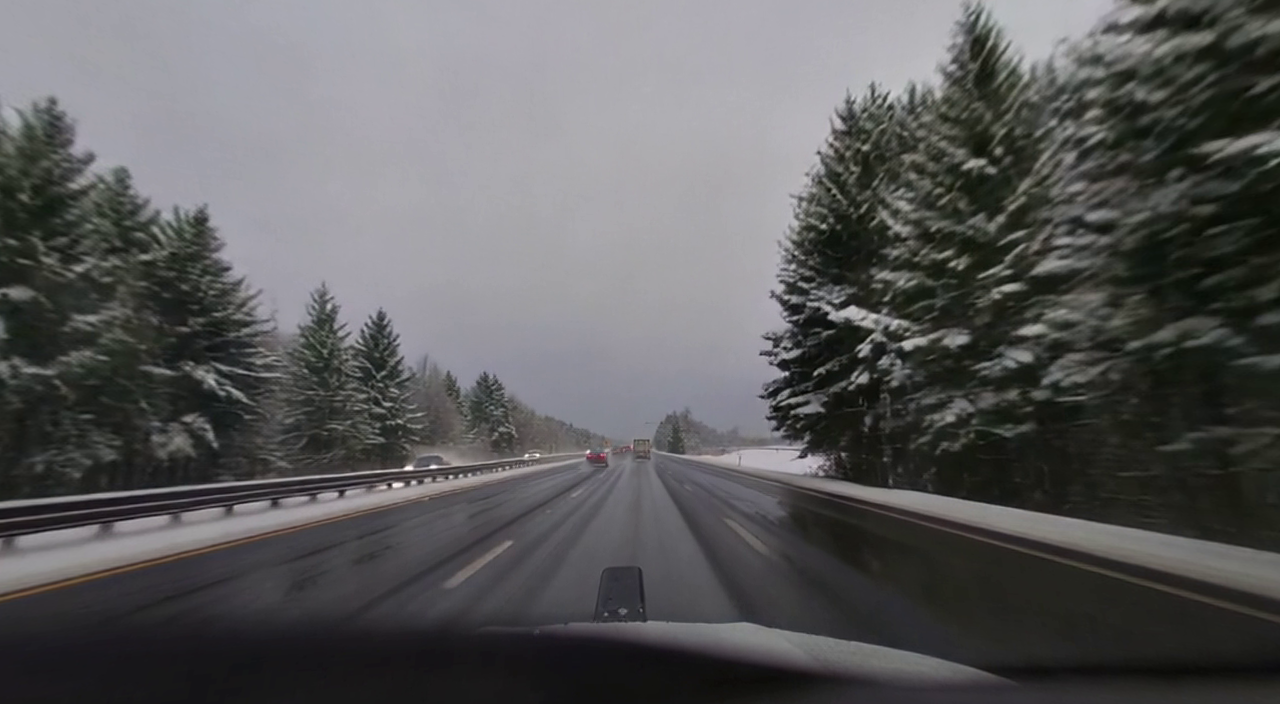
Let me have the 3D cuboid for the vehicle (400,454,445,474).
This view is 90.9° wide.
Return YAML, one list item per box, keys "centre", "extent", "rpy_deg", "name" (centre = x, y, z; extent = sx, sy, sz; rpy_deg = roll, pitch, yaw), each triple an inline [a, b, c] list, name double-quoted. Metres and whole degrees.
- centre: [-16.266, 8.387, 47.332]
  extent: [1.855, 1.450, 4.087]
  rpy_deg: [0, -9, 1]
  name: "vehicle"
